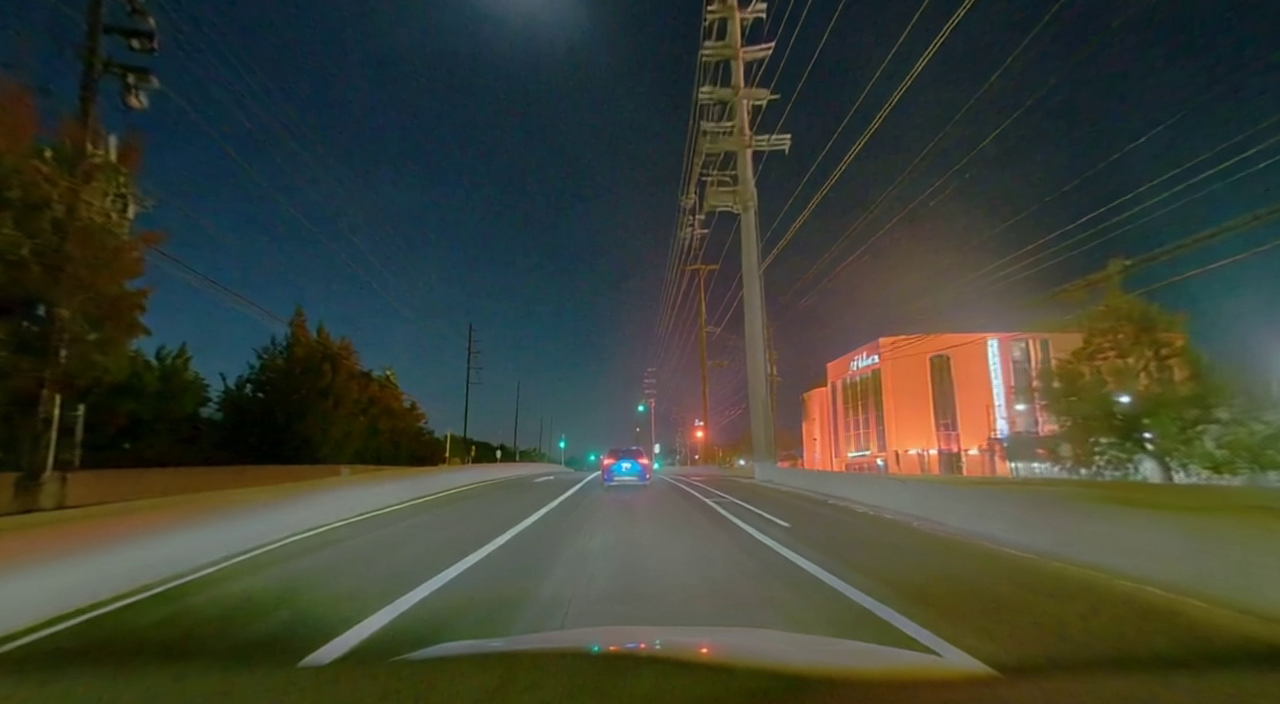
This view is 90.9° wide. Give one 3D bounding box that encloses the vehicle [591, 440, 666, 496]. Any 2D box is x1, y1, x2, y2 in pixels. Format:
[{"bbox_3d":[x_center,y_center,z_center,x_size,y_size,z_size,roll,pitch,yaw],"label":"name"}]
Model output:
[{"bbox_3d":[-0.392,3.563,19.843,2.123,1.566,3.662,0,-8,-2],"label":"vehicle"}]
